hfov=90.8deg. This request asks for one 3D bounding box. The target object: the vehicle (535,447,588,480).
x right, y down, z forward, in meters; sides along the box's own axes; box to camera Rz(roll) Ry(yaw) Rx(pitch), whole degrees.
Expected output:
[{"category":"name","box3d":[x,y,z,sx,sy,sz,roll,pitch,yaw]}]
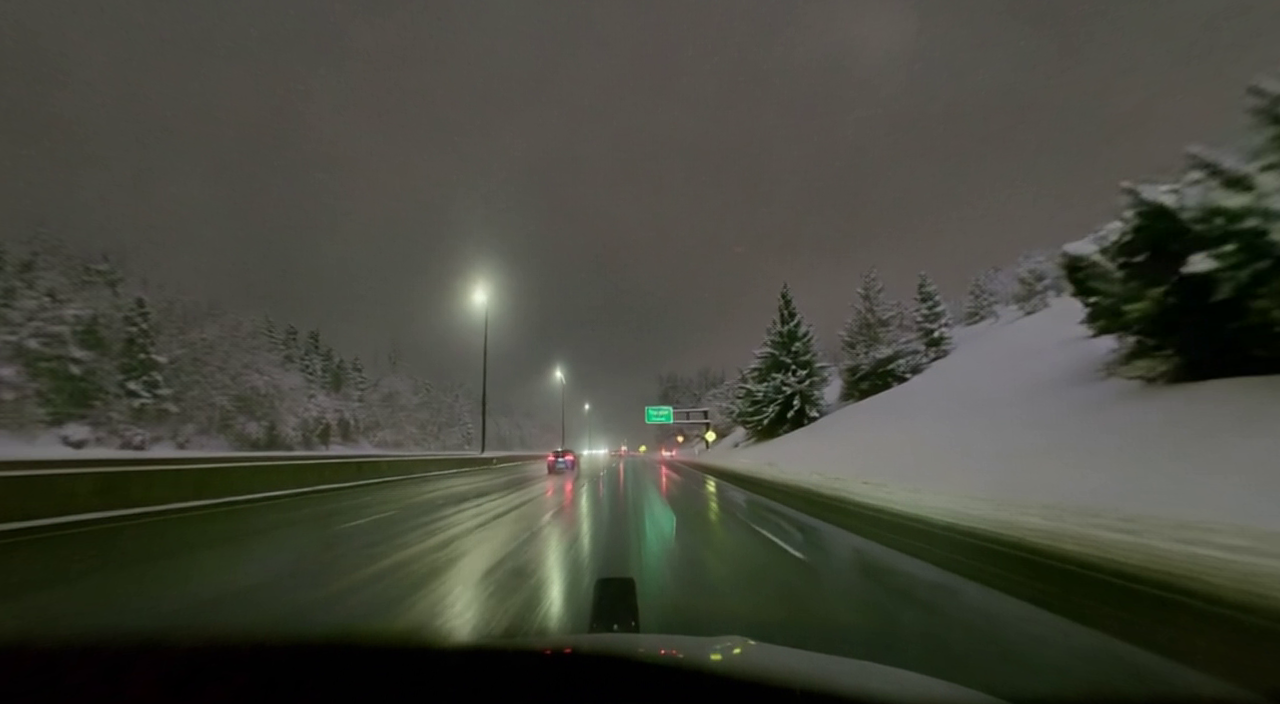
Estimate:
[{"category":"vehicle","box3d":[-3.771,5.442,31.177,2.037,1.514,4.335,0,-9,0]}]
